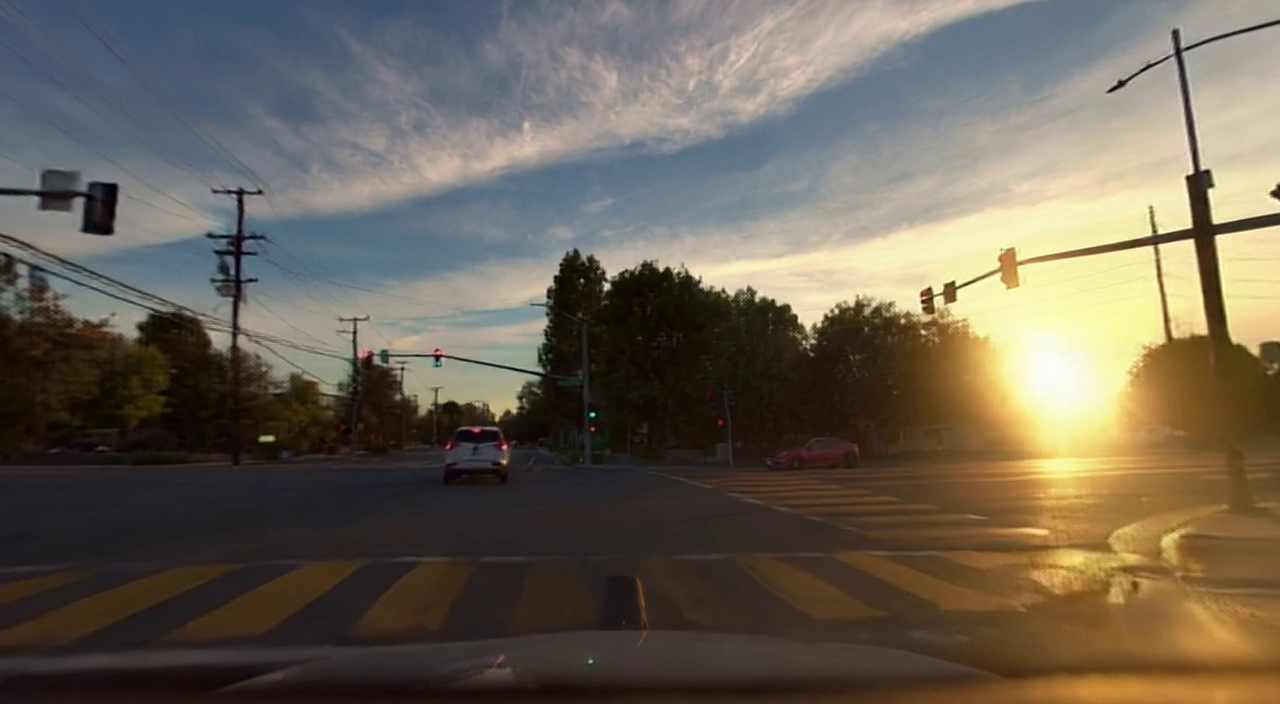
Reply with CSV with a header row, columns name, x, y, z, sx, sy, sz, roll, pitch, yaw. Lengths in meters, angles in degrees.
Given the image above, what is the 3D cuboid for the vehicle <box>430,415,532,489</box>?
name,x,y,z,sx,sy,sz,roll,pitch,yaw
vehicle,-4.434,2.893,18.368,2.300,1.868,4.690,1,-9,-7

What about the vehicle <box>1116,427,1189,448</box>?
name,x,y,z,sx,sy,sz,roll,pitch,yaw
vehicle,35.632,5.967,43.678,3.805,1.451,1.641,1,-9,-7

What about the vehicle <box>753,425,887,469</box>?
name,x,y,z,sx,sy,sz,roll,pitch,yaw
vehicle,7.671,4.057,26.996,5.149,1.725,1.964,1,-8,-9

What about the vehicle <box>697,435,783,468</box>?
name,x,y,z,sx,sy,sz,roll,pitch,yaw
vehicle,4.953,4.984,31.521,3.990,1.548,1.780,0,-9,0
